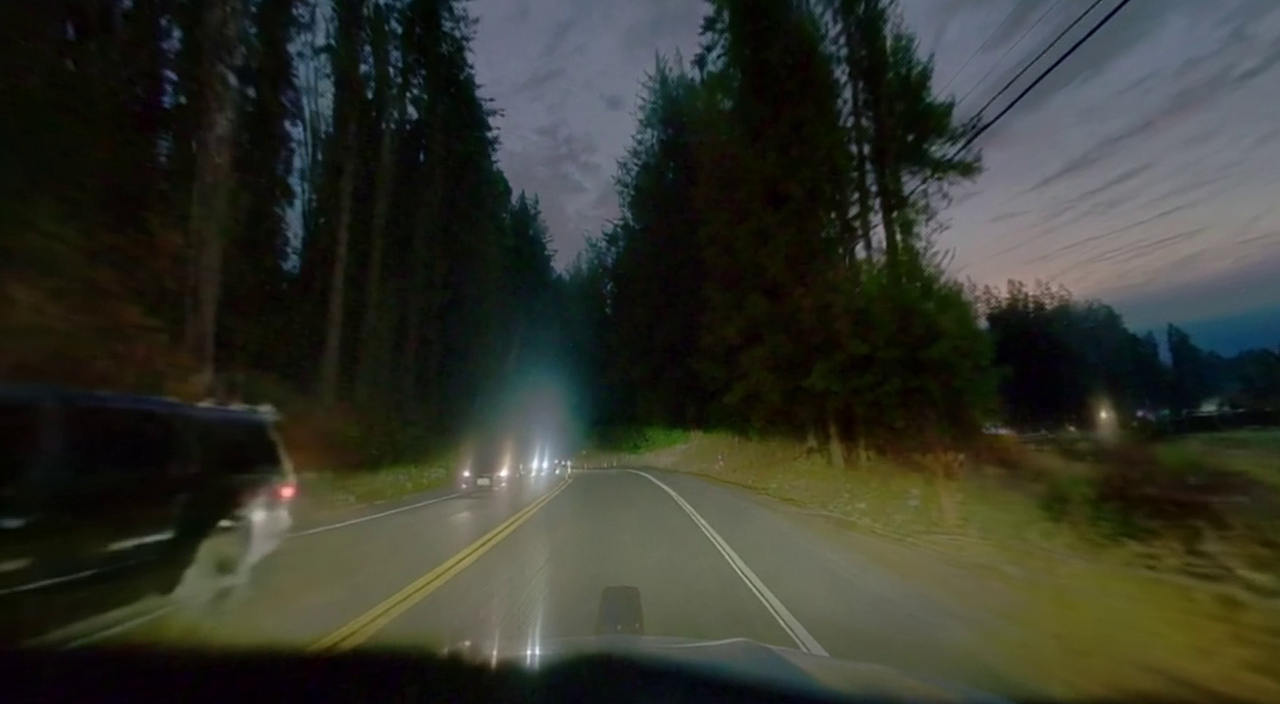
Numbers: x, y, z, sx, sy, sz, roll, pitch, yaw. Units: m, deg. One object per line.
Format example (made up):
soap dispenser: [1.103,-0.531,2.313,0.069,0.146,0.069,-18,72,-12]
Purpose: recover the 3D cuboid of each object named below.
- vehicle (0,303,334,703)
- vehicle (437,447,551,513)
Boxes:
vehicle: [-3.927,0.823,3.093,2.221,1.969,5.153,0,-8,0]
vehicle: [-3.568,3.191,16.302,2.032,1.444,4.164,0,-8,-1]
